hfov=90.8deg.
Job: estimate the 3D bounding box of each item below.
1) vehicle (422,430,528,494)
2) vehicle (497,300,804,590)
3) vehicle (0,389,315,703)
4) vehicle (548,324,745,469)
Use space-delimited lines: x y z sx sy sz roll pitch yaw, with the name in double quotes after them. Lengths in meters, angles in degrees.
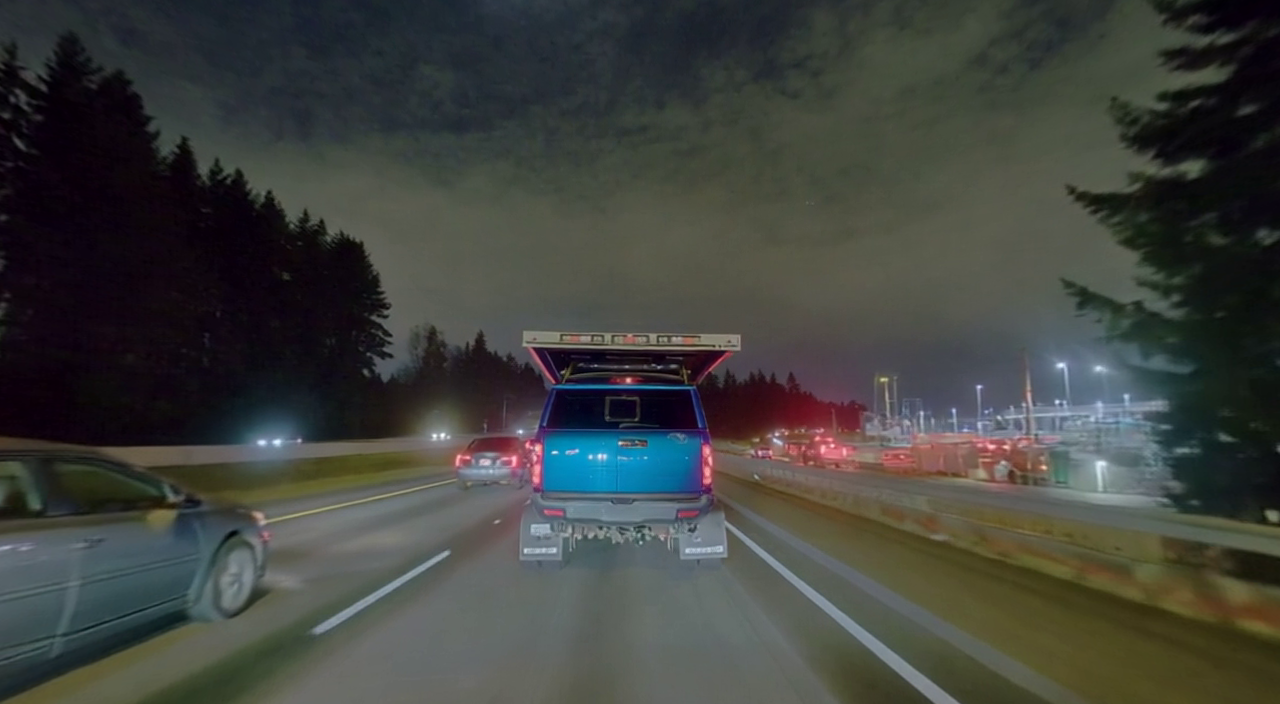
-4.746 3.237 18.940 2.057 1.665 4.572 0 -9 -2 "vehicle"
-0.165 1.582 10.947 2.735 2.597 10.435 1 -9 -3 "vehicle"
-3.842 0.942 2.831 2.155 1.513 4.964 0 -9 0 "vehicle"
-0.023 0.829 9.325 2.156 1.604 4.680 0 -9 -2 "vehicle"
